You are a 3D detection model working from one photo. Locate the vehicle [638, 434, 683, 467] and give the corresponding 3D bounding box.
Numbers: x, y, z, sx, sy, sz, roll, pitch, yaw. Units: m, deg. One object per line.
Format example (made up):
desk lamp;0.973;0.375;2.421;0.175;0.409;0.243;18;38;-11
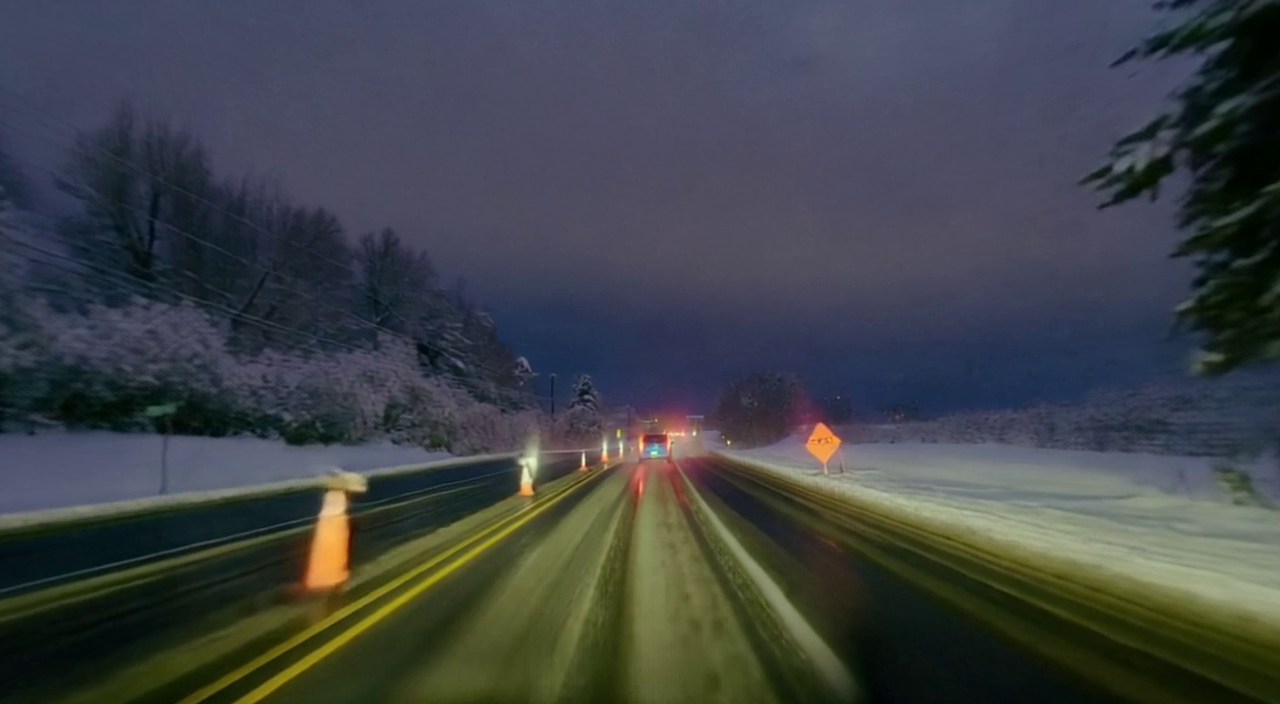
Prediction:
vehicle;0.994;4.749;30.593;2.042;1.489;3.963;-1;-8;2
